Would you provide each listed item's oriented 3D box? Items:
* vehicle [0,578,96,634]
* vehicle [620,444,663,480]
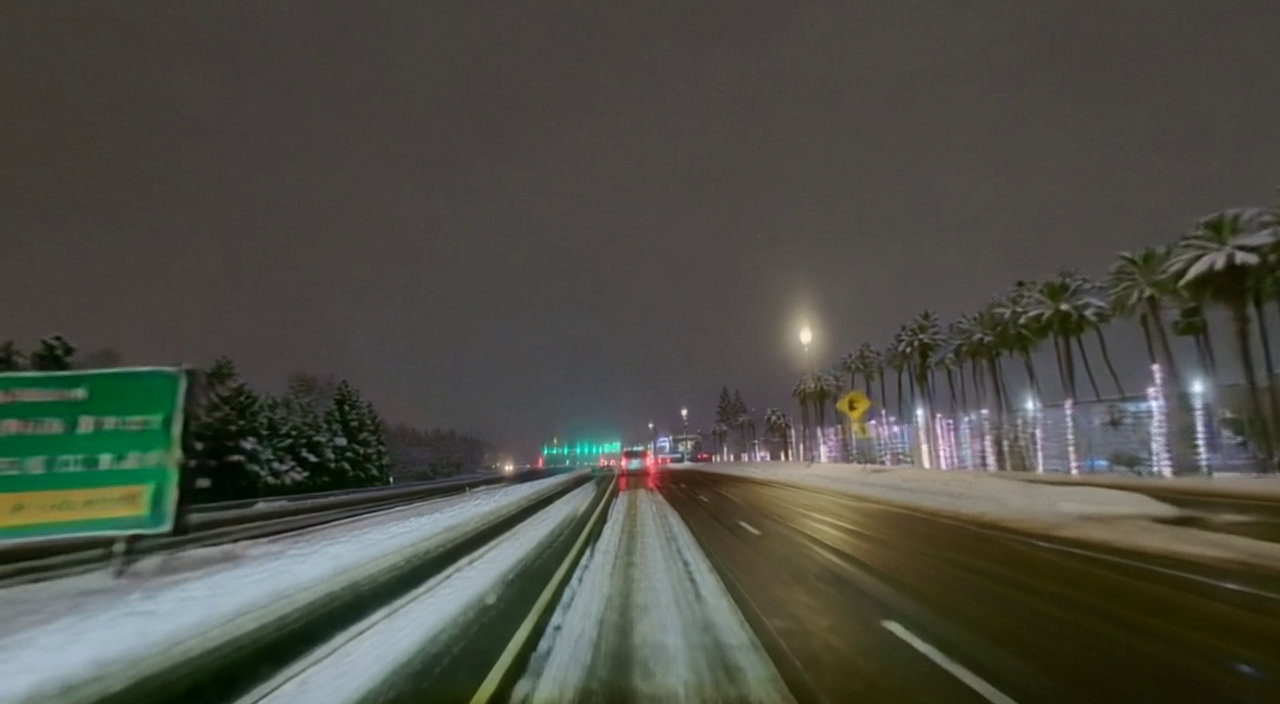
[{"bbox_3d":[-30.397,12.394,30.741,2.309,1.963,5.918,0,-14,-1],"label":"vehicle"},{"bbox_3d":[0.039,5.742,33.115,2.089,1.718,4.193,0,-9,-1],"label":"vehicle"}]
